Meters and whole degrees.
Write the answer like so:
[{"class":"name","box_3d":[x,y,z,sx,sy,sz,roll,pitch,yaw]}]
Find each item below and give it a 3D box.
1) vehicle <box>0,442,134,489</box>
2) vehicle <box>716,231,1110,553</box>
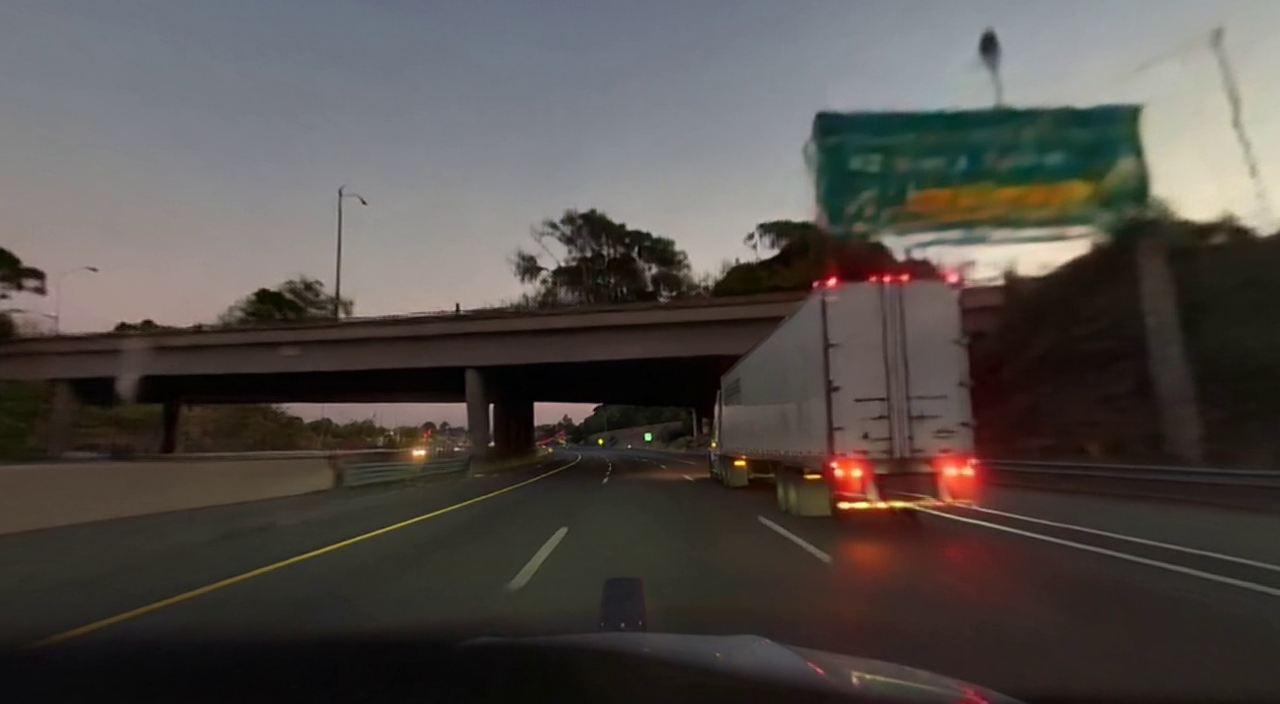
[{"class":"vehicle","box_3d":[-27.549,5.270,29.787,2.366,1.965,6.088,0,-8,-2]},{"class":"vehicle","box_3d":[4.565,1.756,17.276,2.932,4.205,18.253,0,-8,1]}]
